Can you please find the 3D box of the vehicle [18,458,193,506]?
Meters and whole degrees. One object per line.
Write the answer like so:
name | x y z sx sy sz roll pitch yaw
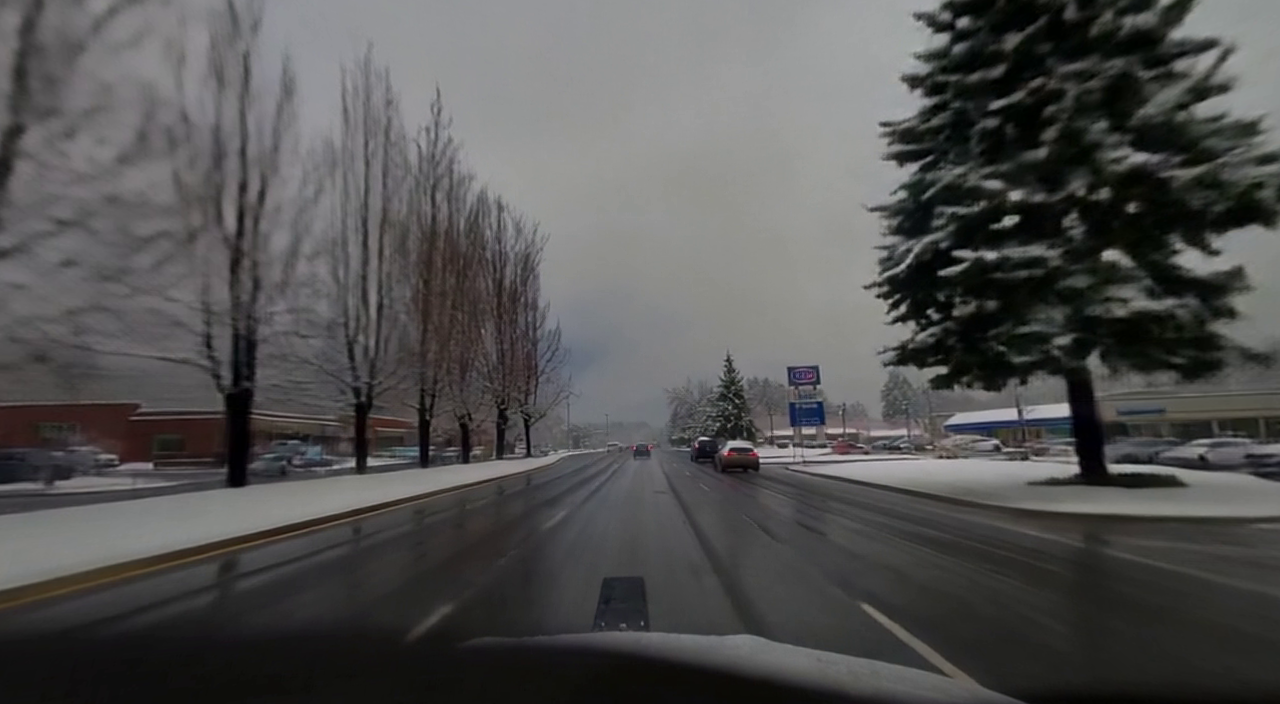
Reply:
vehicle | -20.153 4.874 24.089 1.822 1.479 4.692 -3 -9 20

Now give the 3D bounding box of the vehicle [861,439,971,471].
vehicle | 14.600 5.469 33.526 4.909 1.463 1.924 -2 -9 1

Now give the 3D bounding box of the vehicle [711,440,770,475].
vehicle | 4.441 4.730 28.554 1.916 1.459 4.335 0 -8 -1

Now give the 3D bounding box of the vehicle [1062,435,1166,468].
vehicle | 26.751 5.609 35.655 4.147 1.545 2.108 -3 -9 -4

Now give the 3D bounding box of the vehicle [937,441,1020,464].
vehicle | 23.196 6.907 43.322 4.470 1.497 2.128 0 -8 0

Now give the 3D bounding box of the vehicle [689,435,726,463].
vehicle | 4.915 7.115 46.367 2.140 1.921 4.431 0 -8 -1

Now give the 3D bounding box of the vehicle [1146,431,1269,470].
vehicle | 27.310 4.736 30.412 4.107 1.633 1.974 -1 -8 -5

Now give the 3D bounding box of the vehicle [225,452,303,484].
vehicle | -22.045 6.777 37.189 1.997 1.637 4.386 -2 -8 -1
